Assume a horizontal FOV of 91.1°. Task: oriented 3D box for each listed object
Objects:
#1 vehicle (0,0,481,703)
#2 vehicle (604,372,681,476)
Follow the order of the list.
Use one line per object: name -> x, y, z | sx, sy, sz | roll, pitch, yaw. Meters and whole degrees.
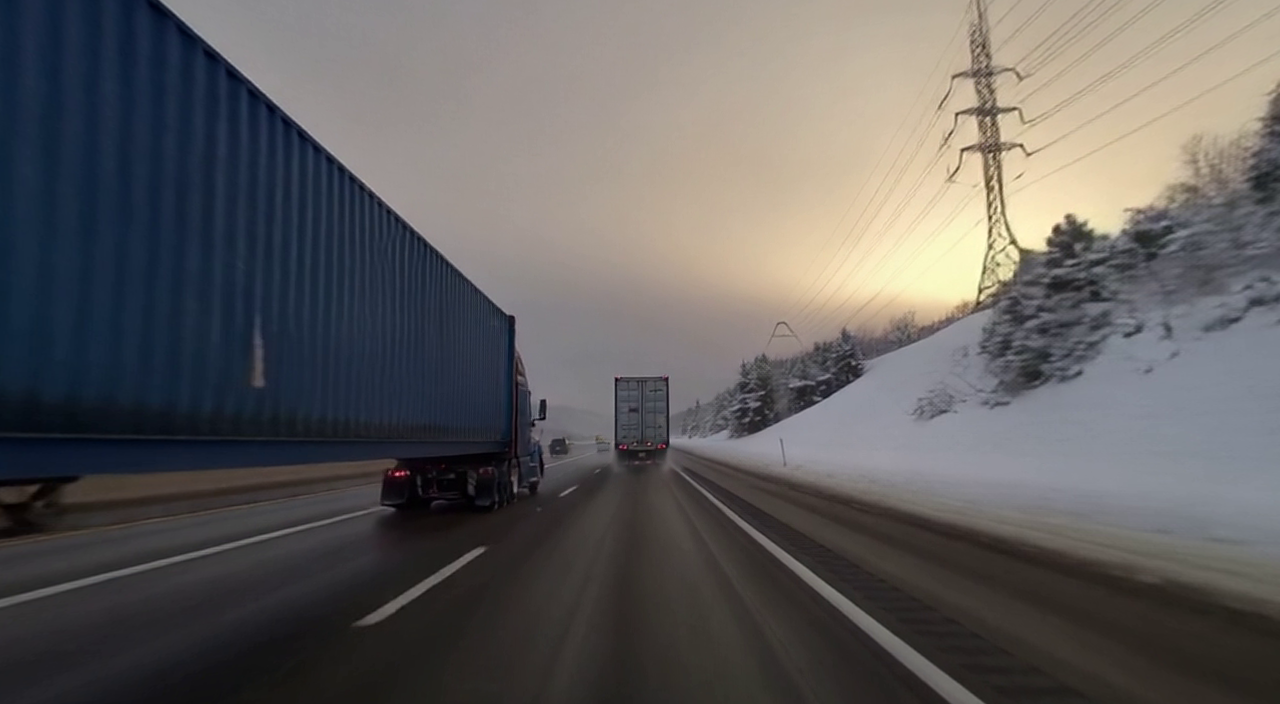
vehicle -> -4.135, -0.310, 2.760 | 3.065, 4.105, 13.706 | 0, -8, 1
vehicle -> 0.009, 3.664, 30.653 | 3.006, 4.120, 11.586 | 0, -8, -1
